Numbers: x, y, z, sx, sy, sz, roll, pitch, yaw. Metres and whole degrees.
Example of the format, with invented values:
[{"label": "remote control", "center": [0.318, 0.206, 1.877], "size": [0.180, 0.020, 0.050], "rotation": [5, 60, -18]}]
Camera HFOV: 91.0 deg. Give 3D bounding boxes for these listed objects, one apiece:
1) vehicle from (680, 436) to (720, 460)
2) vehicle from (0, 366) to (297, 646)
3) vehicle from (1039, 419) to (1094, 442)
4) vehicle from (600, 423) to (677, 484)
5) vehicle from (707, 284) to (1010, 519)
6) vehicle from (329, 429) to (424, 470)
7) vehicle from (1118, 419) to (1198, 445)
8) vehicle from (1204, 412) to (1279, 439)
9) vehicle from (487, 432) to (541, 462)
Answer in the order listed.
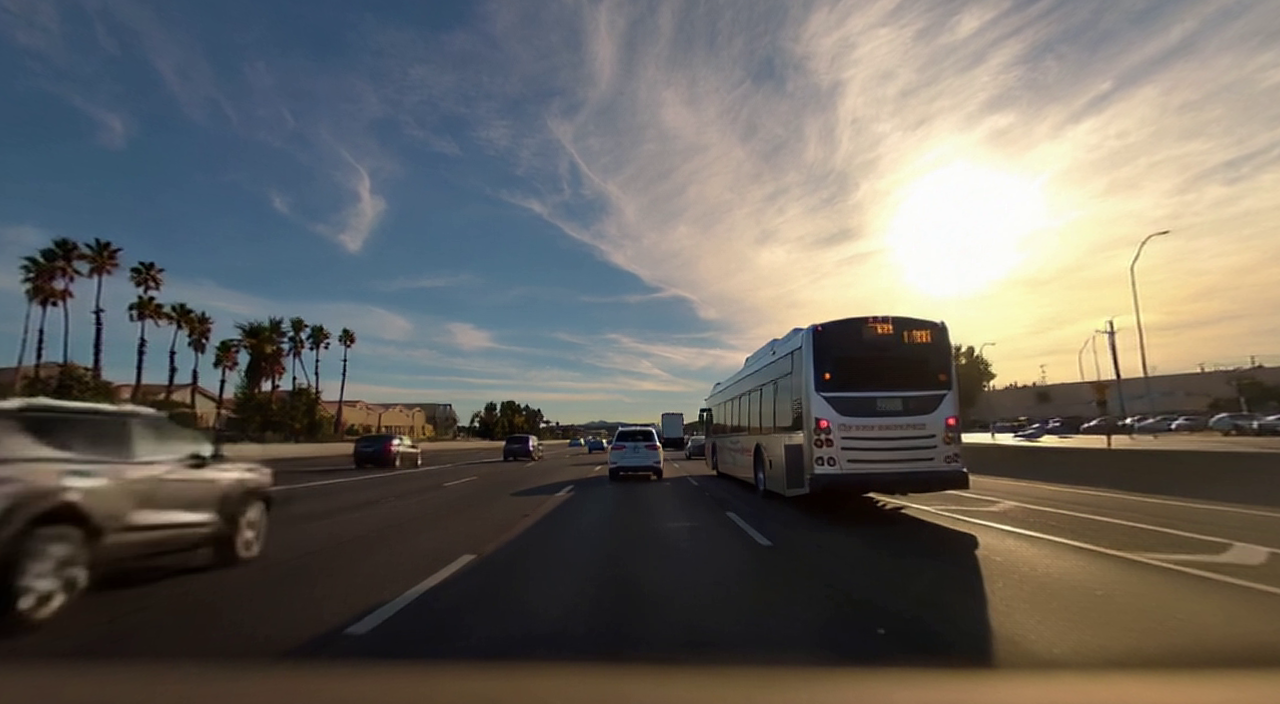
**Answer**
[{"label": "vehicle", "center": [3.869, 6.332, 41.591], "size": [2.039, 1.516, 4.521], "rotation": [0, -9, -2]}, {"label": "vehicle", "center": [-5.117, 1.120, 4.923], "size": [2.100, 1.765, 4.743], "rotation": [0, -9, 1]}, {"label": "vehicle", "center": [33.451, 6.214, 49.508], "size": [1.859, 1.638, 4.161], "rotation": [-1, -9, 8]}, {"label": "vehicle", "center": [-0.009, 3.317, 20.721], "size": [2.268, 1.796, 4.280], "rotation": [0, -9, 1]}, {"label": "vehicle", "center": [4.062, 1.780, 16.767], "size": [3.020, 3.622, 14.302], "rotation": [0, -9, 0]}, {"label": "vehicle", "center": [-12.363, 4.639, 29.984], "size": [2.332, 1.748, 4.897], "rotation": [0, -9, 0]}, {"label": "vehicle", "center": [32.158, 5.029, 39.244], "size": [1.795, 1.481, 3.986], "rotation": [-1, -9, 4]}, {"label": "vehicle", "center": [41.847, 5.107, 43.372], "size": [4.228, 1.685, 1.871], "rotation": [-7, -11, 40]}, {"label": "vehicle", "center": [-7.745, 5.927, 39.157], "size": [2.291, 1.729, 4.879], "rotation": [0, -9, 1]}]
